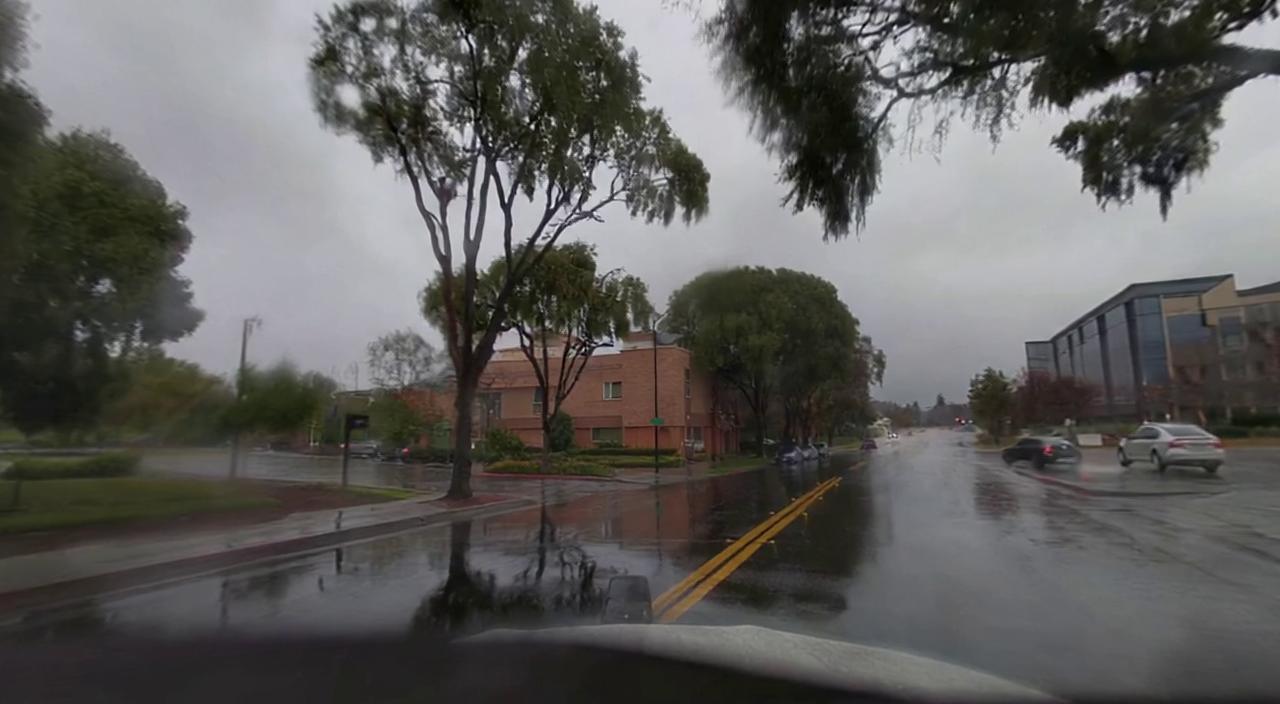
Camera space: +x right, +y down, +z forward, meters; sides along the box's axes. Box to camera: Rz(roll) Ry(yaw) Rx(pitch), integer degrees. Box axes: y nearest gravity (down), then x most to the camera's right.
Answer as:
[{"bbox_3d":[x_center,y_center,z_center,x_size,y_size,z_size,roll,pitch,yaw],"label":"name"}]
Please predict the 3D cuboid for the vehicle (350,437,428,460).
[{"bbox_3d":[-18.357,7.067,46.204,4.814,1.609,2.197,-1,-9,7],"label":"vehicle"}]

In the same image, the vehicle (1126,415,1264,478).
[{"bbox_3d":[18.500,3.198,21.322,2.018,1.840,4.662,-4,-9,23],"label":"vehicle"}]
